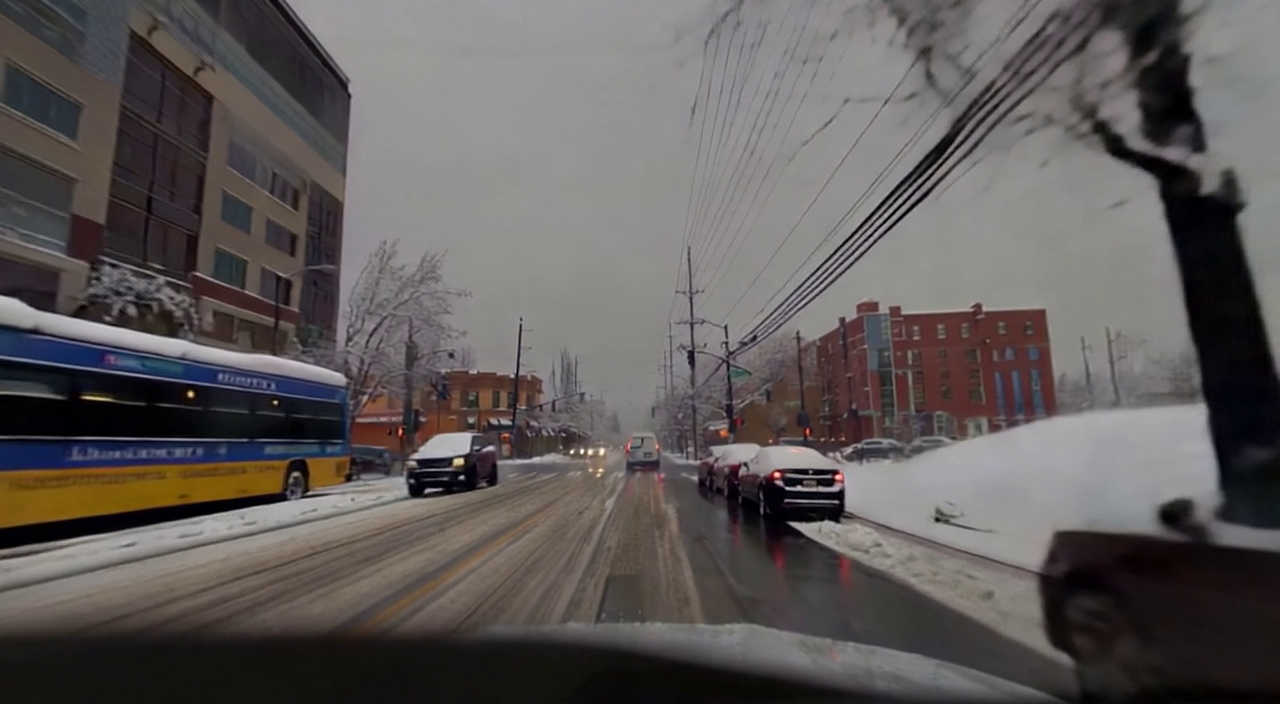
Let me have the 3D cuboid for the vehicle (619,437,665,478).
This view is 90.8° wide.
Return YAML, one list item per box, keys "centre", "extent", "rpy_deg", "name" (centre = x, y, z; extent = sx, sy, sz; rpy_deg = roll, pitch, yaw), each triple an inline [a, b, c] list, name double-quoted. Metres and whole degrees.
- centre: [0.141, 5.269, 31.609]
  extent: [2.127, 1.893, 4.194]
  rpy_deg: [0, -9, 1]
  name: "vehicle"

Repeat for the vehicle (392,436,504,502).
- centre: [-5.593, 3.457, 19.058]
  extent: [2.050, 1.763, 4.119]
  rpy_deg: [0, -9, 0]
  name: "vehicle"

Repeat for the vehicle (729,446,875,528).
- centre: [3.299, 2.835, 13.902]
  extent: [2.018, 1.474, 4.524]
  rpy_deg: [0, -9, 0]
  name: "vehicle"

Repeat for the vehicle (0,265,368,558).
- centre: [-9.416, 1.320, 11.302]
  extent: [3.022, 3.627, 13.129]
  rpy_deg: [-1, -9, 1]
  name: "vehicle"

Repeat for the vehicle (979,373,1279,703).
- centre: [3.237, 0.874, 2.124]
  extent: [1.878, 1.621, 4.135]
  rpy_deg: [0, -9, 0]
  name: "vehicle"
